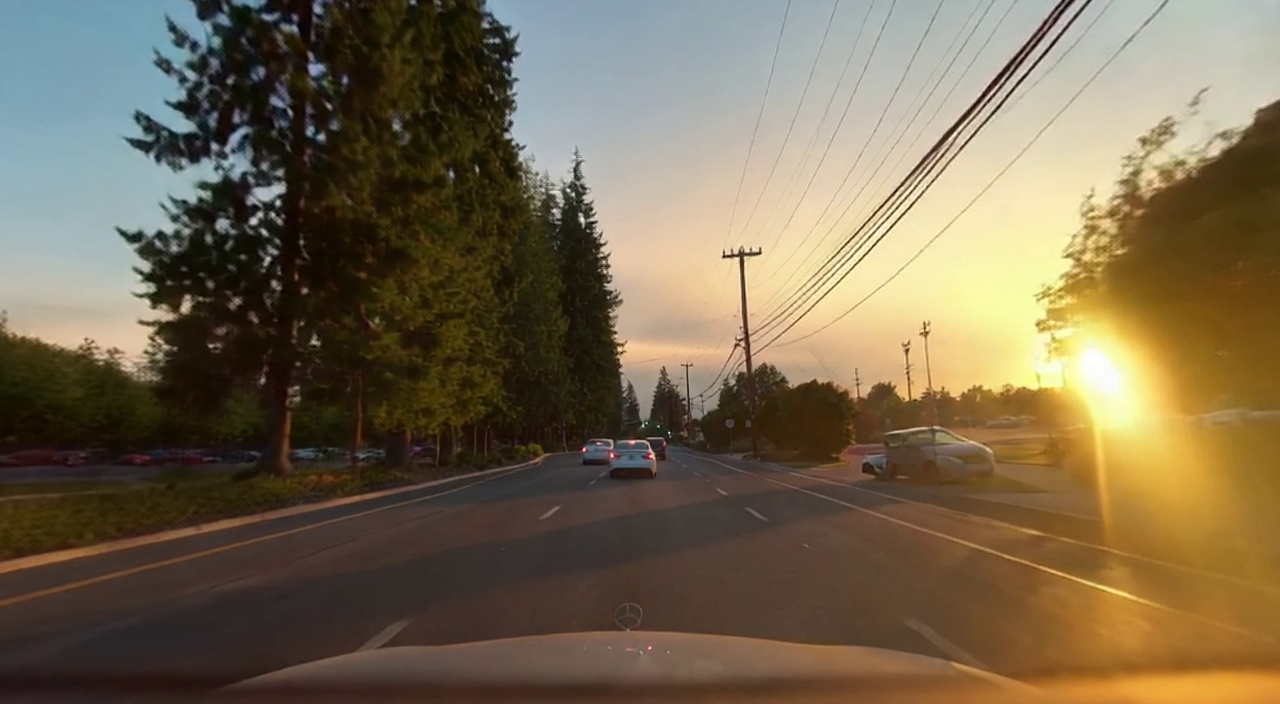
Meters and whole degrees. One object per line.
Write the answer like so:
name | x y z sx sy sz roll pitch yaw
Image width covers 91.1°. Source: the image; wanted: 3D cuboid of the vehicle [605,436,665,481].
vehicle | -0.169 3.827 22.832 1.991 1.463 3.988 0 -8 0
